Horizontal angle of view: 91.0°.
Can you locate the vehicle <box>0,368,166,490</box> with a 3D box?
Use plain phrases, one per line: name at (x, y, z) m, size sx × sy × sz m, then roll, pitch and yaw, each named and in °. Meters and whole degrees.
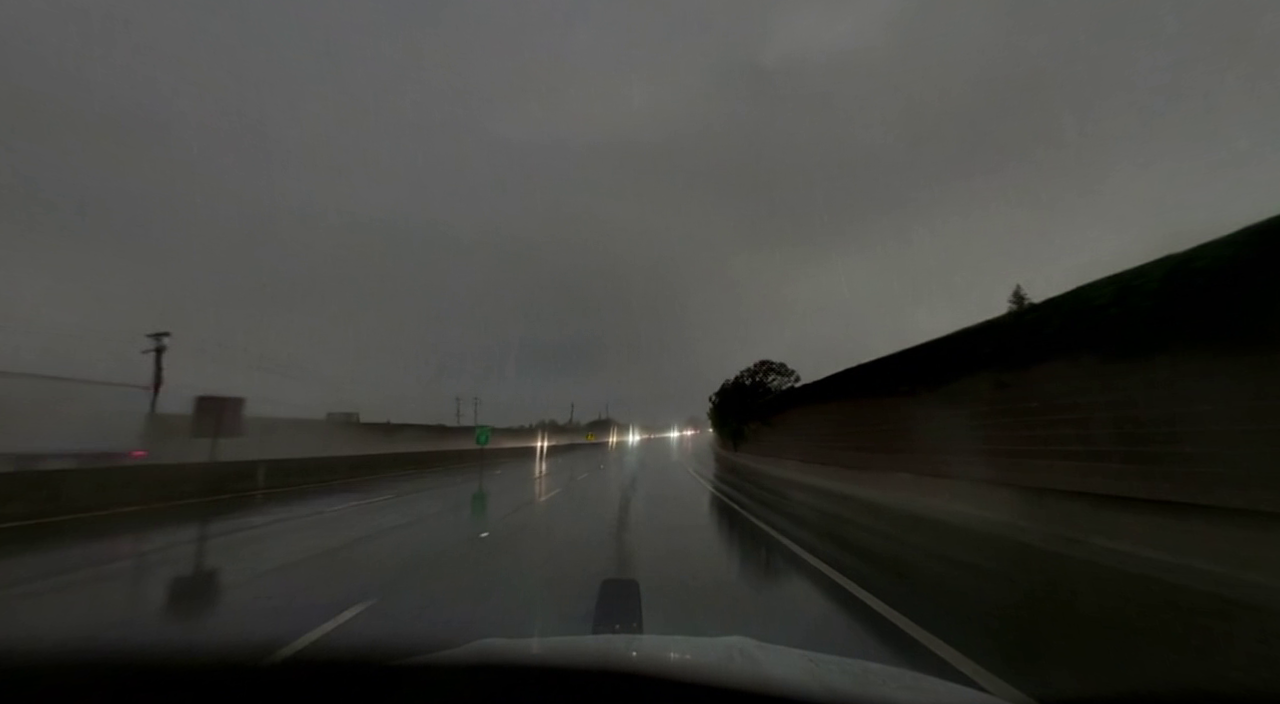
vehicle at (-22.964, 2.659, 21.656) m, size 2.898 × 4.073 × 13.286 m, roll 0°, pitch -8°, yaw 1°
